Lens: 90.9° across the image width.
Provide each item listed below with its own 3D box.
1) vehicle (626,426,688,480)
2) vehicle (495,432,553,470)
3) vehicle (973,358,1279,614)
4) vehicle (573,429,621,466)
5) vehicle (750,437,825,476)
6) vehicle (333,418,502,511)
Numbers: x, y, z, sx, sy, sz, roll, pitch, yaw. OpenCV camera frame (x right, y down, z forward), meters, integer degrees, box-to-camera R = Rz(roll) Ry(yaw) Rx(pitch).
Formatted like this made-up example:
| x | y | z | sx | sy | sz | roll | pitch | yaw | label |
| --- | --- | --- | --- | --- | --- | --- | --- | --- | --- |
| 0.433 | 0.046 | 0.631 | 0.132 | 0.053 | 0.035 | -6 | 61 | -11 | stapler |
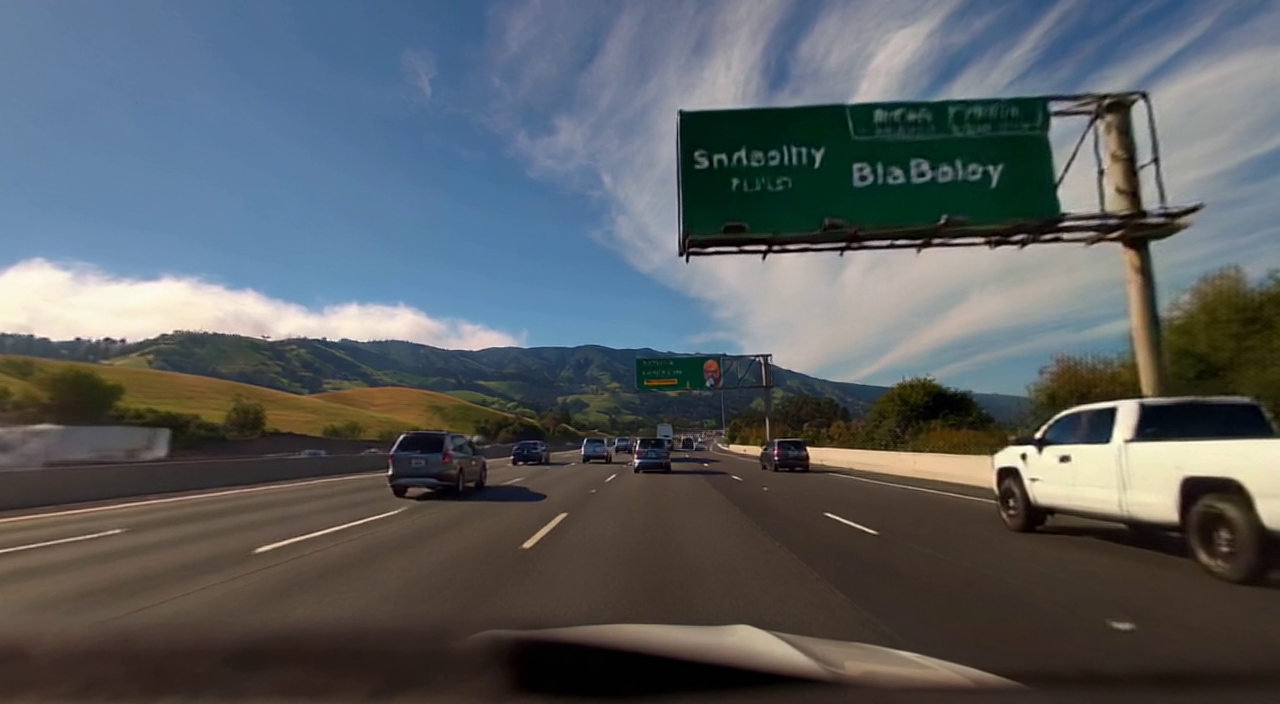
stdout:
| x | y | z | sx | sy | sz | roll | pitch | yaw | label |
| --- | --- | --- | --- | --- | --- | --- | --- | --- | --- |
| 0.604 | 3.684 | 23.160 | 2.052 | 1.808 | 3.898 | 0 | -8 | 1 | vehicle |
| -6.010 | 5.169 | 33.176 | 2.036 | 1.813 | 4.564 | -1 | -8 | 2 | vehicle |
| 5.682 | 1.227 | 6.310 | 2.029 | 1.859 | 4.669 | 0 | -8 | -1 | vehicle |
| -2.440 | 5.688 | 37.641 | 2.316 | 1.999 | 5.765 | -1 | -8 | 2 | vehicle |
| 5.977 | 4.275 | 26.088 | 1.998 | 1.456 | 4.338 | 0 | -8 | 0 | vehicle |
| -4.897 | 2.569 | 14.879 | 2.160 | 1.799 | 5.001 | 0 | -8 | 0 | vehicle |
